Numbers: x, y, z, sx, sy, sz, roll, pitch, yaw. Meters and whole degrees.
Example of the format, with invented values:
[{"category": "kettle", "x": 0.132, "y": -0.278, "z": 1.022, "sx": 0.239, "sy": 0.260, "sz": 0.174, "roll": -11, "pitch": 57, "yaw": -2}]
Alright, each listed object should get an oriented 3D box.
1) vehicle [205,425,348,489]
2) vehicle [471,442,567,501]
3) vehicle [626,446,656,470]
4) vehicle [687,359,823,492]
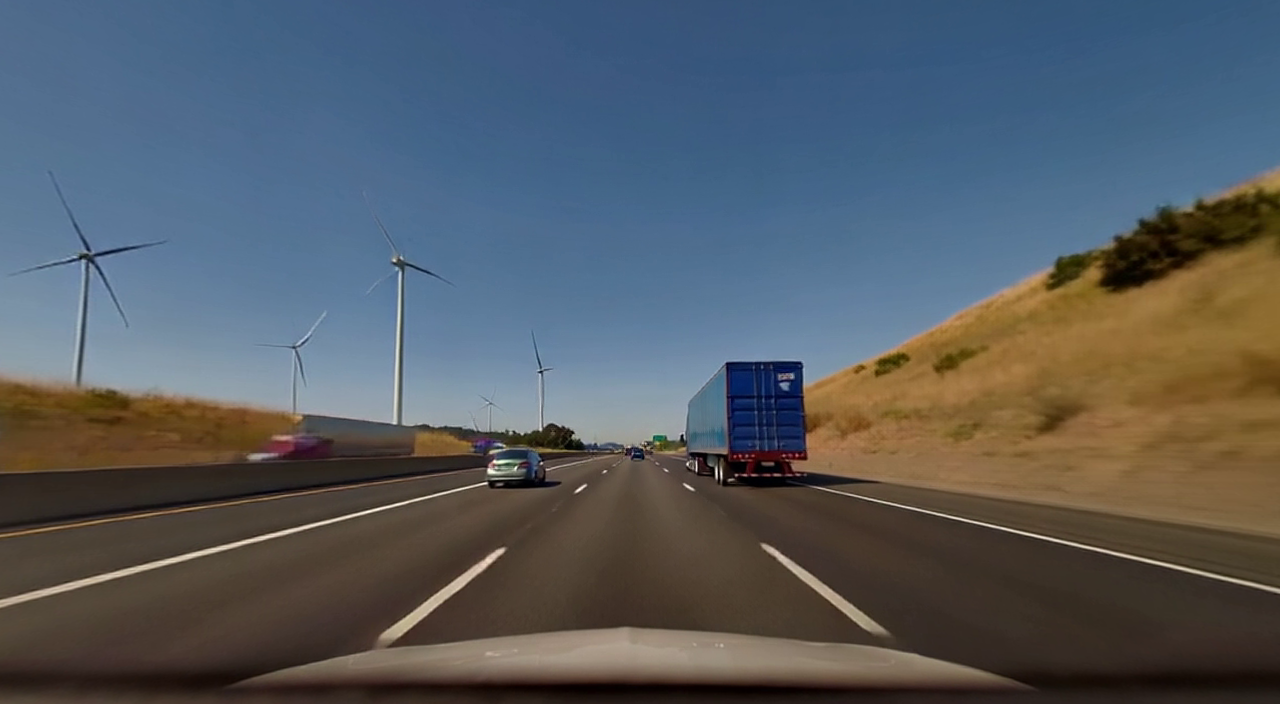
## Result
[{"category": "vehicle", "x": -15.452, "y": 4.529, "z": 27.526, "sx": 2.225, "sy": 2.398, "sz": 6.689, "roll": 0, "pitch": -9, "yaw": 0}, {"category": "vehicle", "x": -3.378, "y": 3.419, "z": 18.443, "sx": 1.952, "sy": 1.521, "sz": 4.095, "roll": 0, "pitch": -9, "yaw": 1}, {"category": "vehicle", "x": 0.031, "y": 7.022, "z": 41.918, "sx": 1.931, "sy": 1.453, "sz": 3.695, "roll": 0, "pitch": -9, "yaw": -1}, {"category": "vehicle", "x": 3.950, "y": 3.220, "z": 25.812, "sx": 2.947, "sy": 3.989, "sz": 13.568, "roll": 0, "pitch": -9, "yaw": 0}]
